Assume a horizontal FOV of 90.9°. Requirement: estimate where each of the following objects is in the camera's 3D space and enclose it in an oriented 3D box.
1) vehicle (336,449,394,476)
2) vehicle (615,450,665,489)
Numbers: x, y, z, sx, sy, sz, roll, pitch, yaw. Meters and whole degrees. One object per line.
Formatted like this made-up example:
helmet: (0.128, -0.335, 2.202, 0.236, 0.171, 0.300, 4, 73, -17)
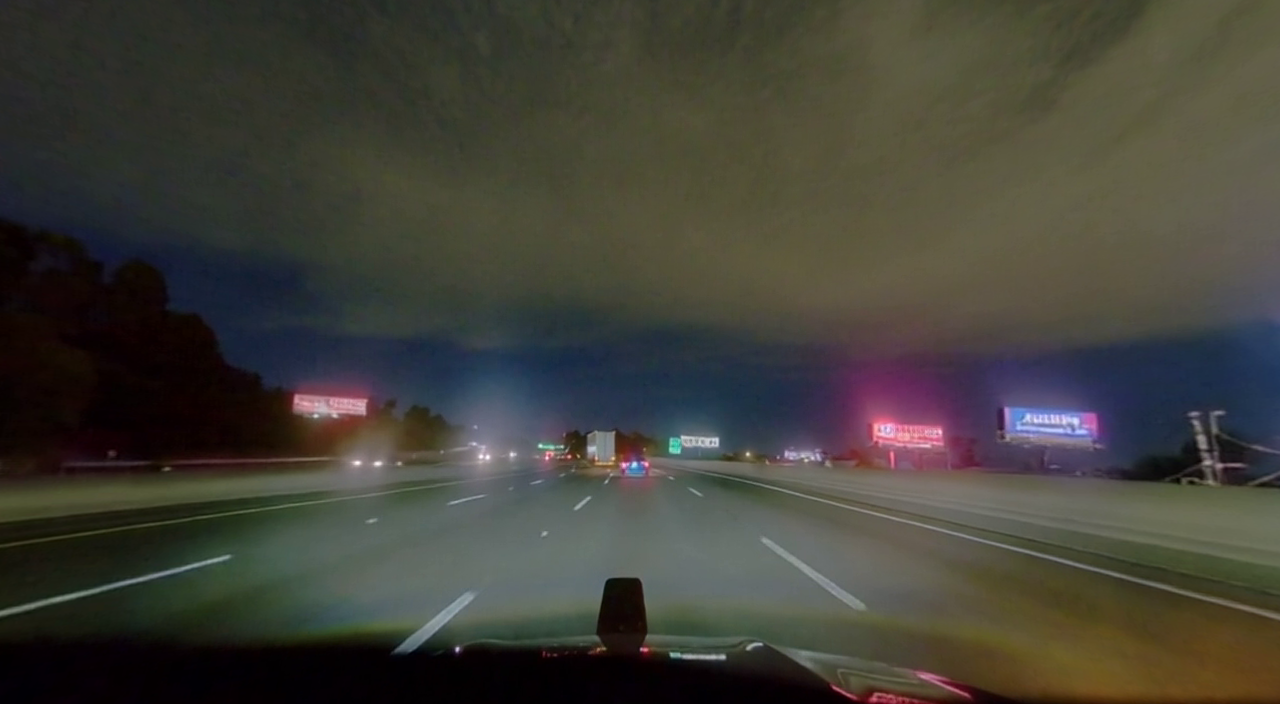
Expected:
vehicle: (-18.731, 7.496, 43.173, 2.028, 1.686, 4.725, 0, -8, -3)
vehicle: (-0.037, 5.163, 28.073, 2.042, 1.528, 4.300, 0, -8, -1)
